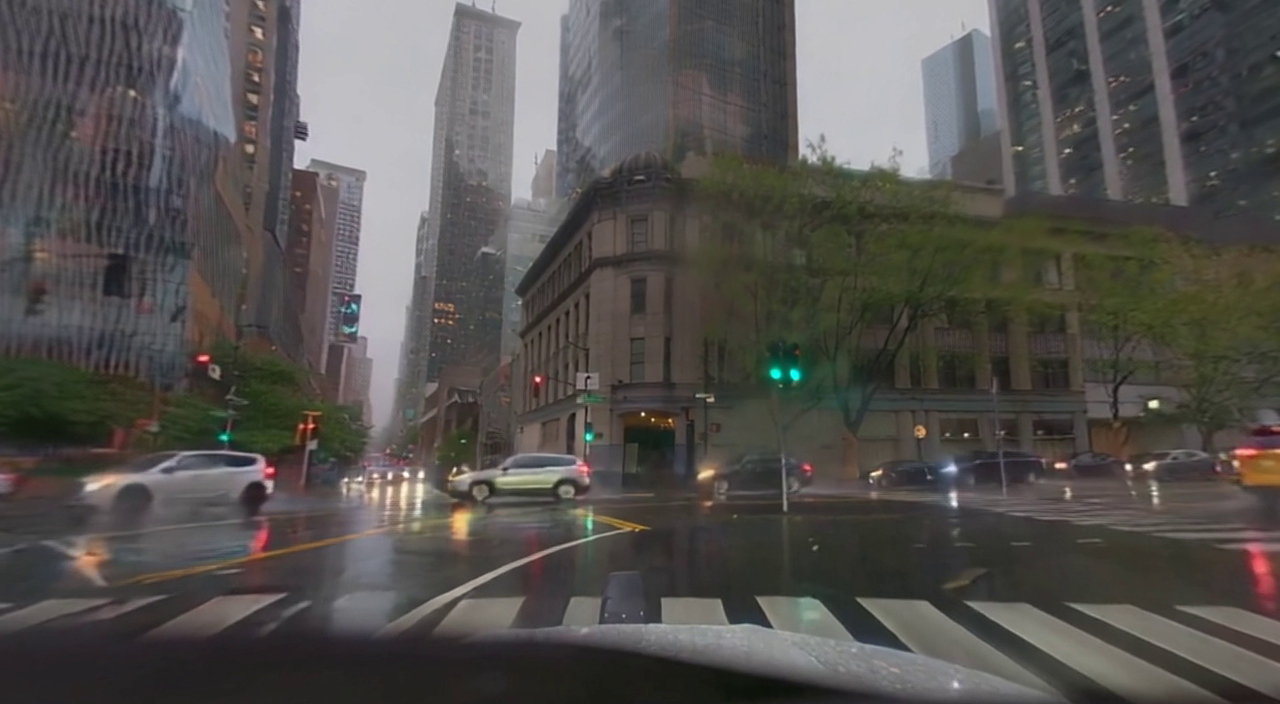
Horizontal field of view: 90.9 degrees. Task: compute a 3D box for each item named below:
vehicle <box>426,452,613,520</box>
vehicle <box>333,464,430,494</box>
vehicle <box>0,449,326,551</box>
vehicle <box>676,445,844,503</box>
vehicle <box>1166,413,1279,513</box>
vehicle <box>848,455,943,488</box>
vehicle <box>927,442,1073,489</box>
[{"bbox_3d":[-2.942,3.321,16.147,4.371,1.439,1.818,8,-12,-43],"label":"vehicle"},{"bbox_3d":[-15.748,7.748,38.628,5.041,1.636,1.983,0,-9,-3],"label":"vehicle"},{"bbox_3d":[-8.786,2.645,12.181,1.891,1.502,4.766,-3,-9,21],"label":"vehicle"},{"bbox_3d":[3.619,3.735,19.588,4.749,1.624,1.926,1,-9,-6],"label":"vehicle"},{"bbox_3d":[13.736,2.113,12.251,5.072,1.746,2.328,0,-8,-5],"label":"vehicle"},{"bbox_3d":[12.997,6.082,32.199,4.035,1.586,1.738,0,-9,-2],"label":"vehicle"},{"bbox_3d":[13.290,4.188,23.464,4.291,1.606,1.859,0,-9,-2],"label":"vehicle"}]
